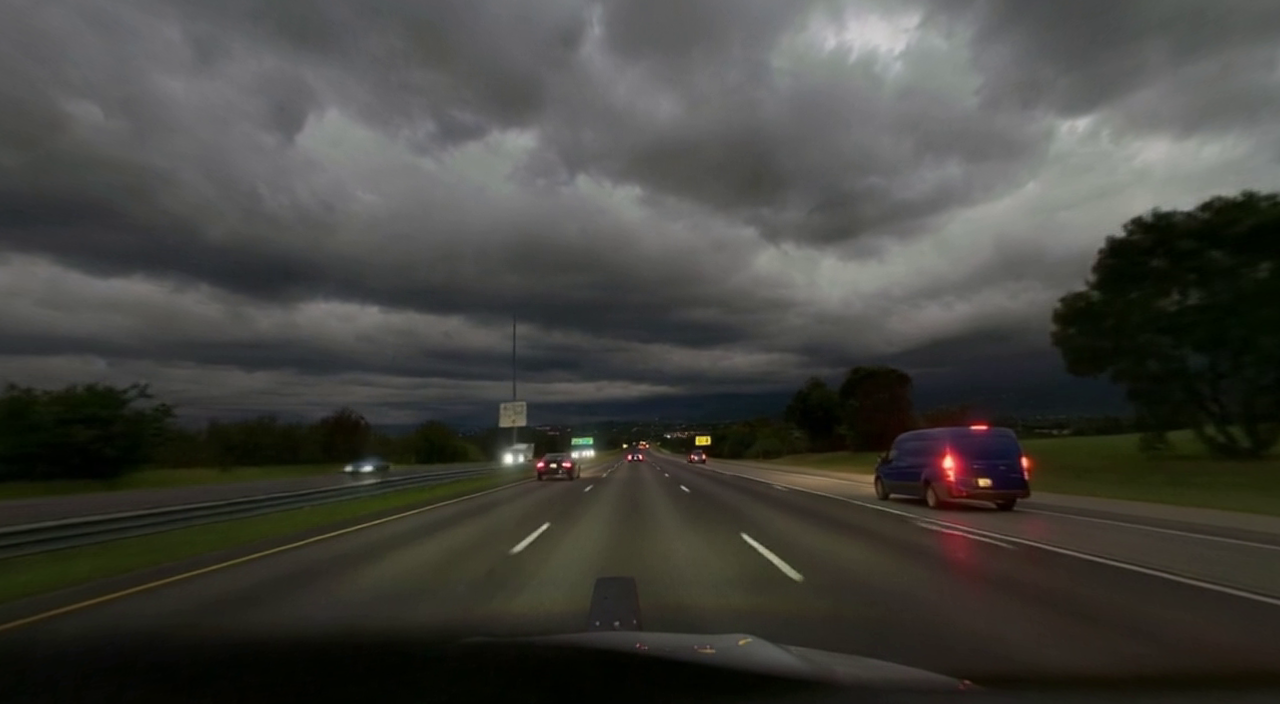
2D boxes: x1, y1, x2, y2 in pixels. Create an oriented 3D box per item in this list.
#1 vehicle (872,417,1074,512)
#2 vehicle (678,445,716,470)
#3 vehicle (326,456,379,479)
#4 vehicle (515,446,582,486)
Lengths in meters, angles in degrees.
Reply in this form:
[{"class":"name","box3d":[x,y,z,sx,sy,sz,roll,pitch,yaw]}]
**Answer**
[{"class":"vehicle","box3d":[7.805,2.712,15.528,2.133,1.933,4.986,0,-9,-1]},{"class":"vehicle","box3d":[3.955,7.433,44.409,2.069,1.625,4.832,0,-9,-1]},{"class":"vehicle","box3d":[-18.558,7.449,40.712,1.711,1.394,3.590,0,-9,0]},{"class":"vehicle","box3d":[-3.783,4.776,26.718,2.160,1.530,4.500,0,-9,0]}]
